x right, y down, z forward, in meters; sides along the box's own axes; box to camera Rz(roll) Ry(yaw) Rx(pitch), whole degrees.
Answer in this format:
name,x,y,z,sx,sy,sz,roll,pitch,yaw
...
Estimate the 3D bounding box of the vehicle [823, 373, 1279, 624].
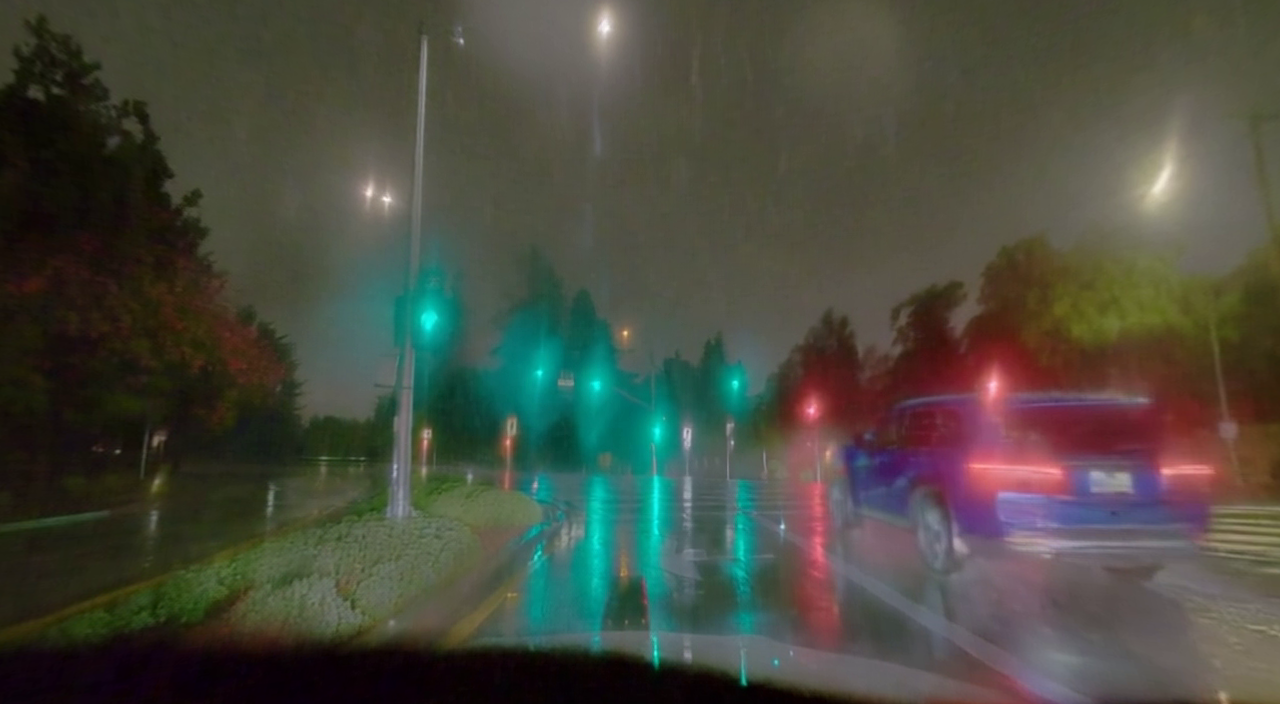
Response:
name,x,y,z,sx,sy,sz,roll,pitch,yaw
vehicle,3.913,1.391,7.043,2.284,1.788,4.871,0,-8,0
